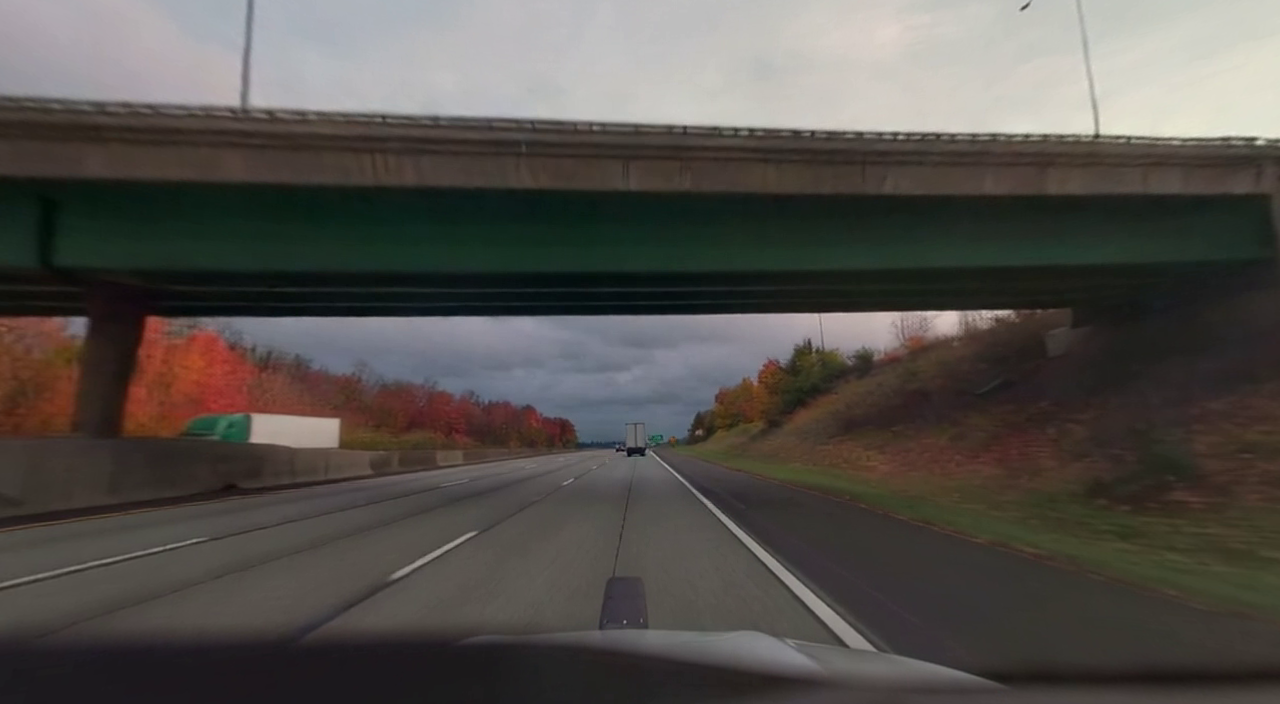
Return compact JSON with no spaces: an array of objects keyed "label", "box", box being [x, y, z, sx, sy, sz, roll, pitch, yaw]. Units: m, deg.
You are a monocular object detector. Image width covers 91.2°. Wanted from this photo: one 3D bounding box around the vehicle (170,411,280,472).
[{"label":"vehicle","box":[-26.411,5.731,40.351,2.897,3.531,5.935,1,-8,-1]}]
